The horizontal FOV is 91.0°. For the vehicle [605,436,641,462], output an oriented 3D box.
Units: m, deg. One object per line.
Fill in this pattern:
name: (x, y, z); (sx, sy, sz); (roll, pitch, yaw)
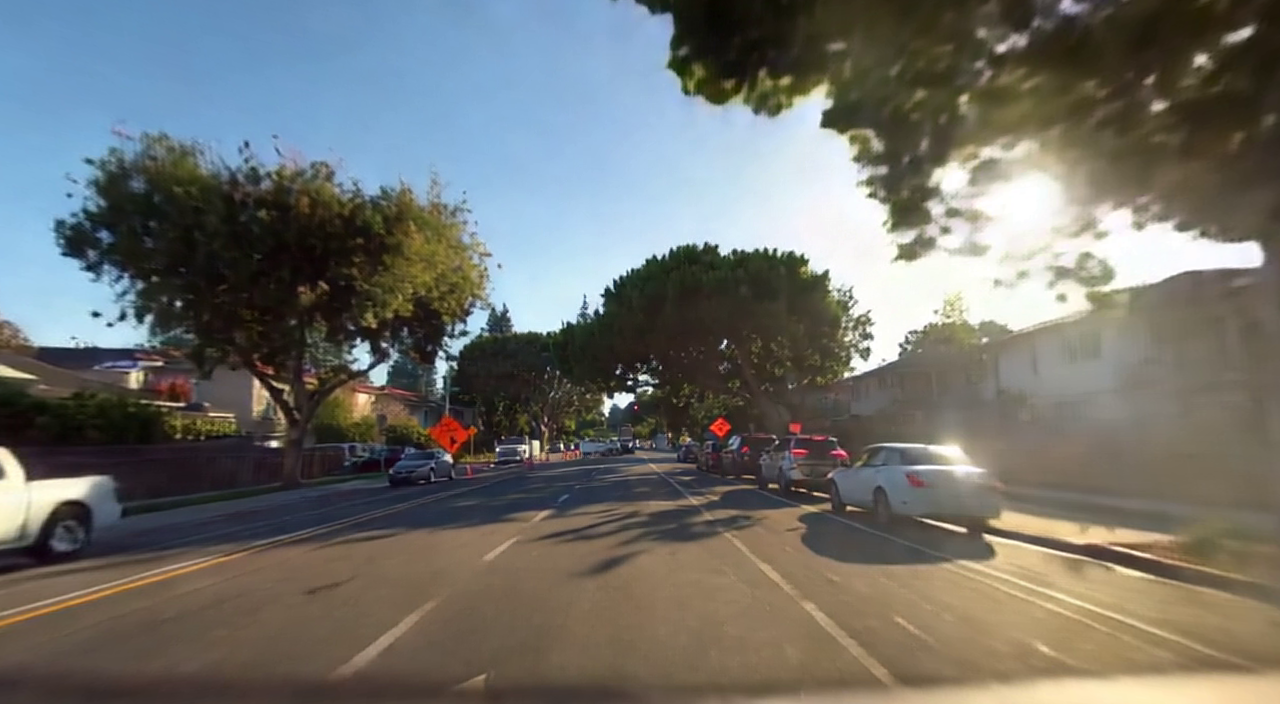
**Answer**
vehicle: (-0.994, 6.069, 39.373); (2.151, 1.481, 4.084); (0, -9, 0)

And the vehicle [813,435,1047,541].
vehicle: (4.663, 2.231, 11.043); (1.912, 1.463, 4.477); (0, -9, -1)

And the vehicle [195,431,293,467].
vehicle: (-23.724, 5.811, 37.825); (4.491, 2.031, 2.045); (-1, -8, 0)

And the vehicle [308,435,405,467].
vehicle: (-16.792, 5.912, 37.467); (4.779, 1.823, 1.964); (0, -9, 0)

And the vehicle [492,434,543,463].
vehicle: (-8.985, 7.178, 46.829); (2.659, 2.047, 6.014); (0, -9, -1)

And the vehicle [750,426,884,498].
vehicle: (4.667, 2.995, 17.484); (2.225, 1.715, 4.755); (0, -9, -1)

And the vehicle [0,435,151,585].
vehicle: (-8.168, 1.750, 6.880); (1.950, 1.672, 4.664); (0, -9, -2)

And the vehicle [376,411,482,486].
vehicle: (-8.086, 3.773, 24.703); (2.526, 2.631, 4.228); (0, -9, 2)
